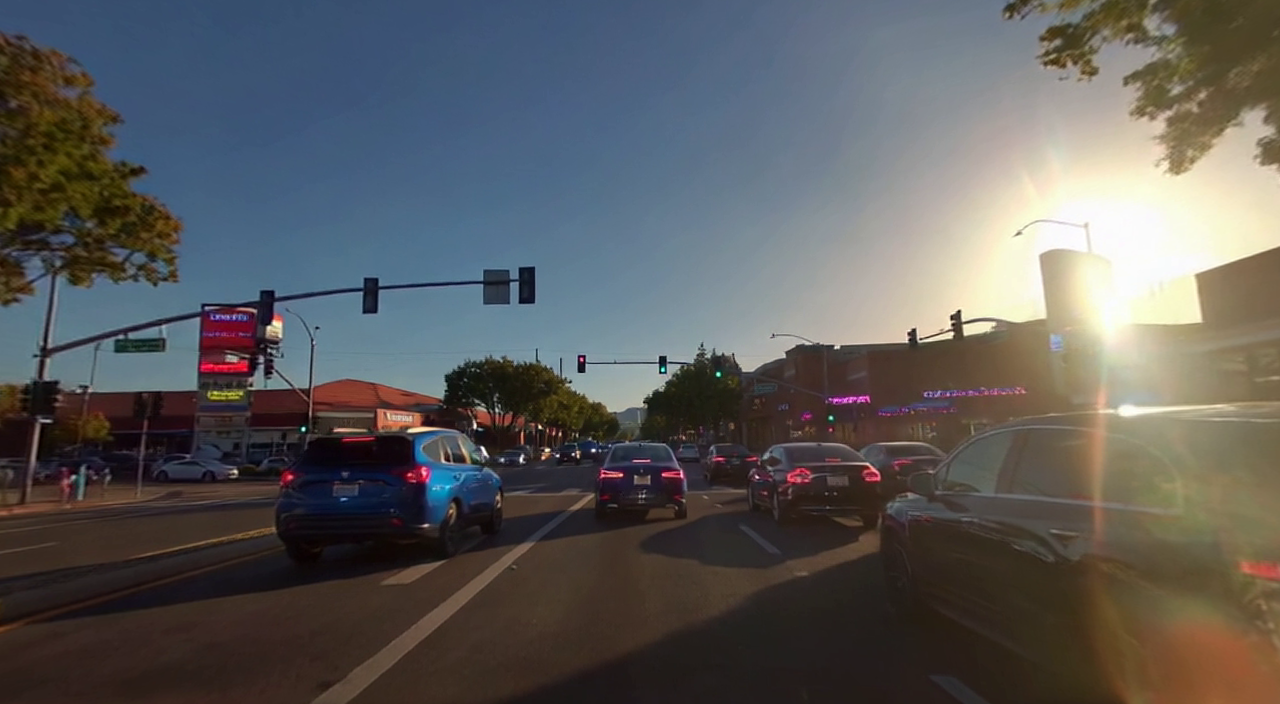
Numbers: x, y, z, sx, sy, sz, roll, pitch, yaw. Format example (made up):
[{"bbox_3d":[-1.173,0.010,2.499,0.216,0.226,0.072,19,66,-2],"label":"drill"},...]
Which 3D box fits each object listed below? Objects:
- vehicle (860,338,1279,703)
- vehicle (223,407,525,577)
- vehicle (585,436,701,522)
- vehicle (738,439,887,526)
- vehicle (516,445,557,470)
[{"bbox_3d":[3.127,1.049,3.762,2.075,1.661,4.401,0,-9,1],"label":"vehicle"},{"bbox_3d":[-3.336,1.883,9.318,2.257,1.823,4.777,-1,-9,1],"label":"vehicle"},{"bbox_3d":[0.039,2.646,13.656,2.154,1.577,3.723,0,-9,0],"label":"vehicle"},{"bbox_3d":[3.356,2.609,13.203,1.865,1.496,4.170,0,-9,-1],"label":"vehicle"},{"bbox_3d":[-7.864,8.060,48.421,2.293,1.777,4.497,0,-9,0],"label":"vehicle"}]
